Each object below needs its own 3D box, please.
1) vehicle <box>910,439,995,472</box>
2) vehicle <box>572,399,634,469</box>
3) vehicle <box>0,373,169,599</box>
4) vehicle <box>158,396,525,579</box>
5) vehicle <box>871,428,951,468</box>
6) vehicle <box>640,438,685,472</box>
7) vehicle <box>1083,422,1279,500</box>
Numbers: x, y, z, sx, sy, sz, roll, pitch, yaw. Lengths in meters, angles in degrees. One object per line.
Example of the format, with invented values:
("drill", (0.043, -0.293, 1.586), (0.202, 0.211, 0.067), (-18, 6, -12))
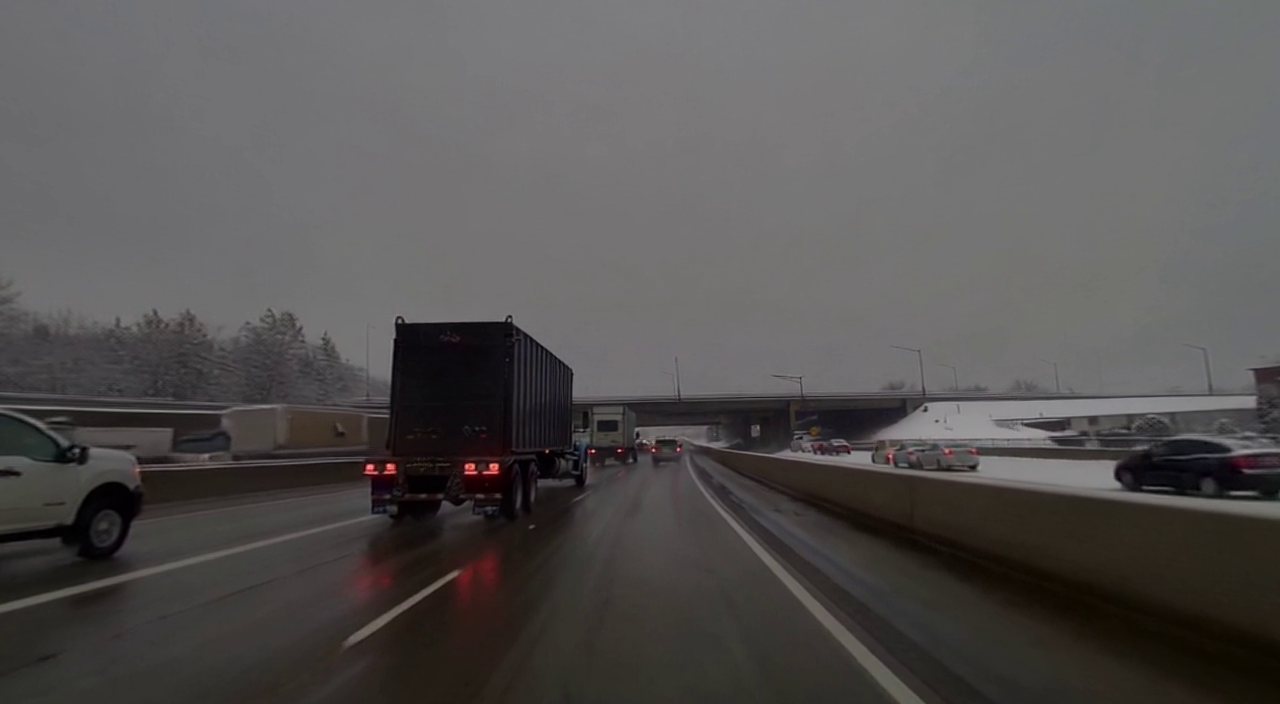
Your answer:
("vehicle", (14.768, 4.914, 30.047), (1.859, 1.452, 4.749), (-1, -9, 4))
("vehicle", (-2.110, 5.317, 40.044), (3.073, 3.894, 9.782), (0, -9, 1))
("vehicle", (-6.786, 1.081, 4.869), (2.323, 1.959, 5.038), (0, -9, 0))
("vehicle", (-3.312, 1.622, 8.074), (2.896, 1.779, 3.441), (-1, -9, 3))
("vehicle", (15.198, 5.437, 35.765), (2.241, 2.052, 5.864), (-1, -9, 4))
("vehicle", (1.185, 5.274, 32.389), (2.178, 1.640, 4.071), (-1, -9, 3))
("vehicle", (14.017, 2.694, 15.935), (2.237, 1.656, 4.676), (0, -9, 1))
